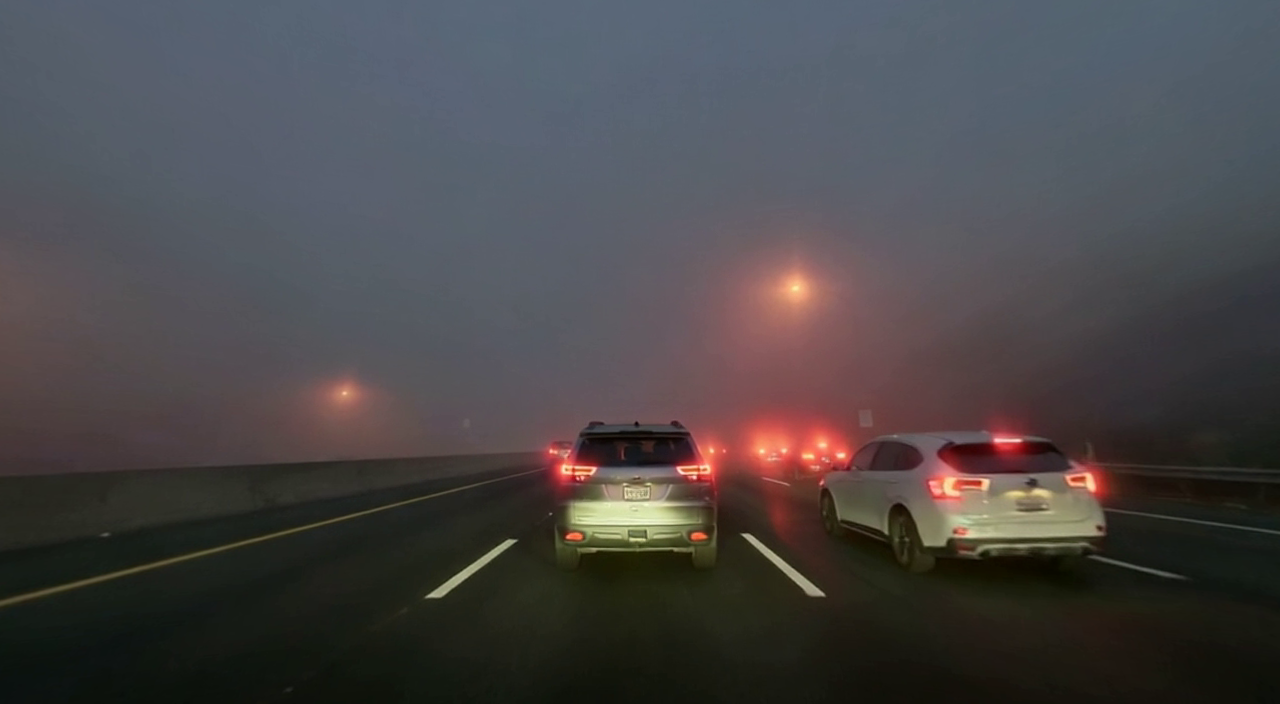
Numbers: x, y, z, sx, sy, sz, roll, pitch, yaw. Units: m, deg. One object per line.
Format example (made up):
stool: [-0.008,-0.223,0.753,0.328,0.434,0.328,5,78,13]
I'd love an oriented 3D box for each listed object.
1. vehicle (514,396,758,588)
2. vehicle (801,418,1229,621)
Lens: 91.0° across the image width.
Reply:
vehicle: [-0.125,1.590,7.843,2.230,1.740,3.976,0,-9,-3]
vehicle: [3.472,1.642,7.219,2.028,1.534,4.691,0,-9,0]
